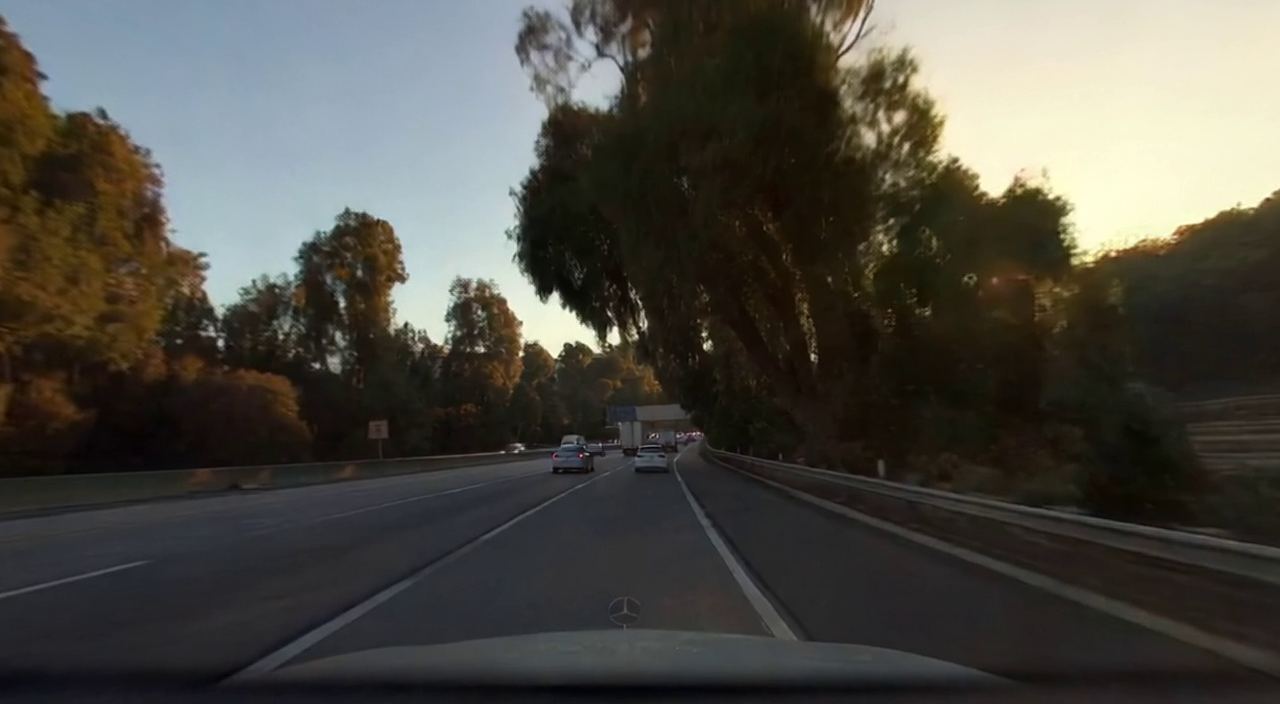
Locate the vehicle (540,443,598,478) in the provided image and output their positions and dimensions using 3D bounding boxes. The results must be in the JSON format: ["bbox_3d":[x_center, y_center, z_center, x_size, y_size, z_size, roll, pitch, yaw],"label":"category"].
[{"bbox_3d":[-3.142,4.942,28.983,1.916,1.486,4.631,-1,-9,3],"label":"vehicle"}]

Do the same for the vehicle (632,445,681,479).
[{"bbox_3d":[0.716,4.711,27.263,1.984,1.365,3.767,0,-9,1],"label":"vehicle"}]
